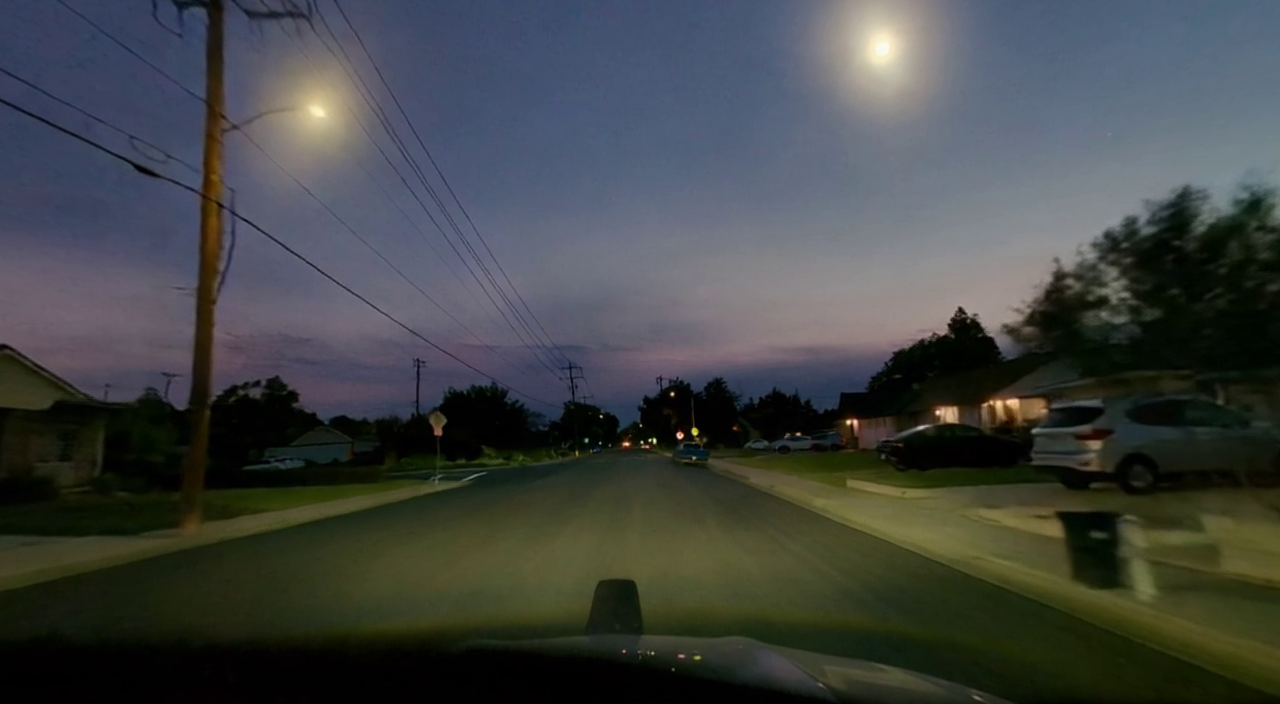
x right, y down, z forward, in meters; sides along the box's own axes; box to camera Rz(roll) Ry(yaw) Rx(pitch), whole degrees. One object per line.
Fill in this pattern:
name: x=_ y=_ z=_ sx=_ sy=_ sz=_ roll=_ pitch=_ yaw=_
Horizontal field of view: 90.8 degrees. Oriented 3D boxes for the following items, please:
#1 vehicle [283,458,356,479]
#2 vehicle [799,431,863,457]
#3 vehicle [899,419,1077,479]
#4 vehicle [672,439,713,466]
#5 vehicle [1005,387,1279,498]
vehicle: x=-24.231 y=8.816 z=47.832 sx=4.479 sy=1.475 sz=1.842 roll=0 pitch=-8 yaw=2
vehicle: x=14.959 y=7.244 z=49.703 sx=4.283 sy=1.660 sz=2.035 roll=-3 pitch=-6 yaw=-1
vehicle: x=10.953 y=3.085 z=20.202 sx=4.382 sy=1.794 sz=2.100 roll=0 pitch=-8 yaw=2
vehicle: x=3.454 y=6.740 z=42.454 sx=2.134 sy=1.720 sz=4.515 roll=1 pitch=-8 yaw=-3
vehicle: x=11.129 y=1.826 z=12.705 sx=5.968 sy=1.963 sz=2.573 roll=1 pitch=-8 yaw=-2
